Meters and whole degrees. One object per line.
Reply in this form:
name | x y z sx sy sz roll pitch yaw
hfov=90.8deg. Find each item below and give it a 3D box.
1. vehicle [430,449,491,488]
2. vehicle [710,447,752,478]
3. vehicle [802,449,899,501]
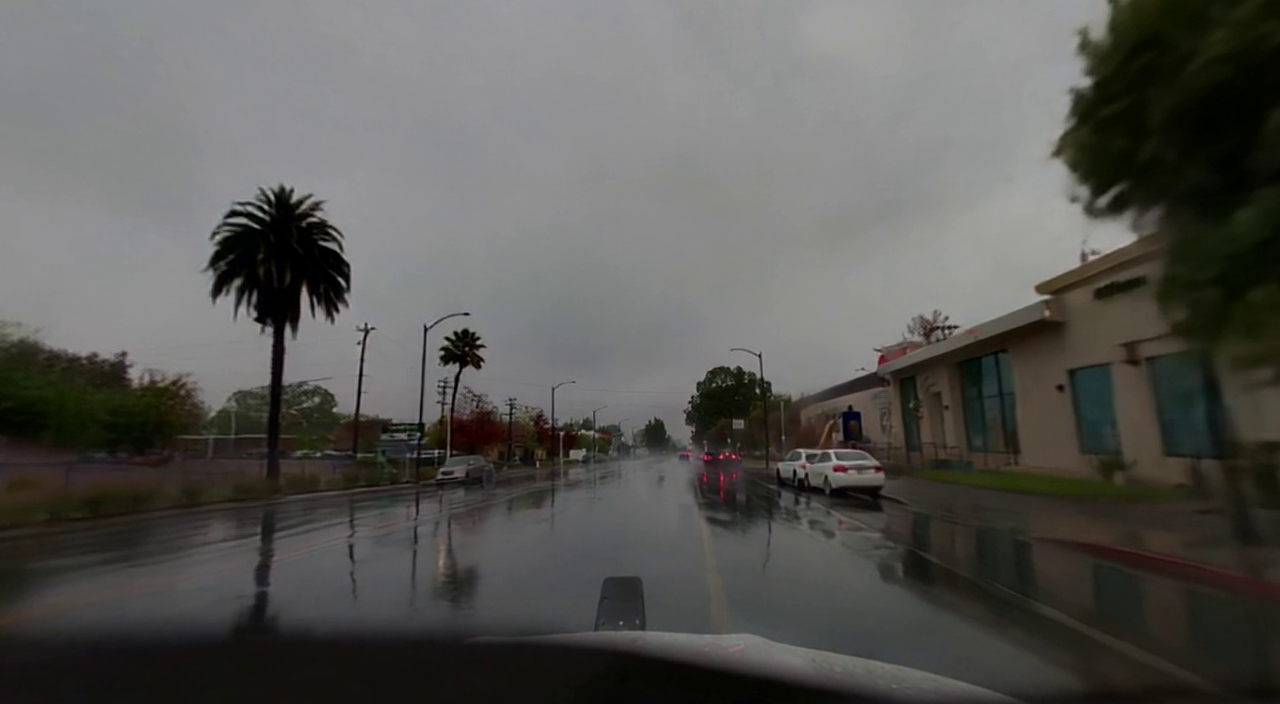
vehicle | -10.932 7.093 38.898 1.949 2.026 5.141 1 -8 2
vehicle | 4.799 5.861 33.860 2.067 1.477 4.653 -1 -9 6
vehicle | 6.845 4.002 21.024 1.834 1.504 4.331 0 -9 2
